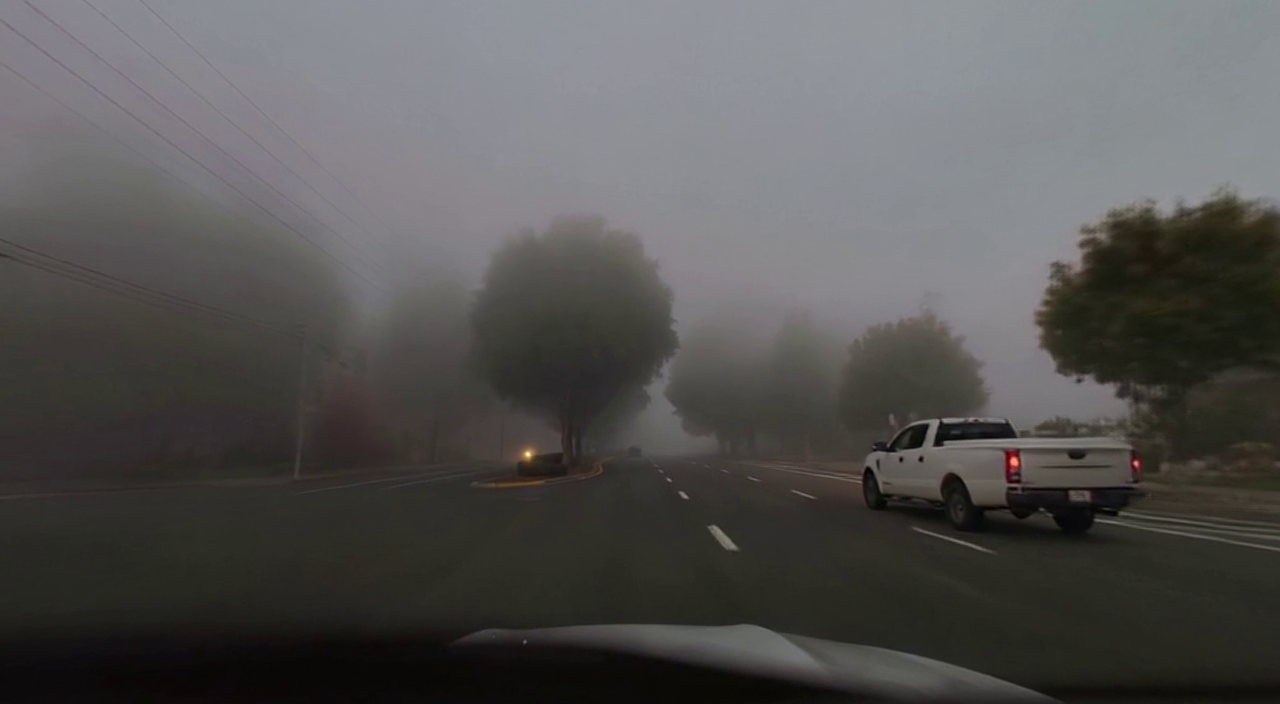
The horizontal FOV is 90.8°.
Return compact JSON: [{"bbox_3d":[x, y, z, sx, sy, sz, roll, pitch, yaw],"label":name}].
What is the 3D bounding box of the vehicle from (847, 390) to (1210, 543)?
[{"bbox_3d":[6.034,1.935,11.278,2.493,1.956,6.125,0,-9,-1],"label":"vehicle"}]
